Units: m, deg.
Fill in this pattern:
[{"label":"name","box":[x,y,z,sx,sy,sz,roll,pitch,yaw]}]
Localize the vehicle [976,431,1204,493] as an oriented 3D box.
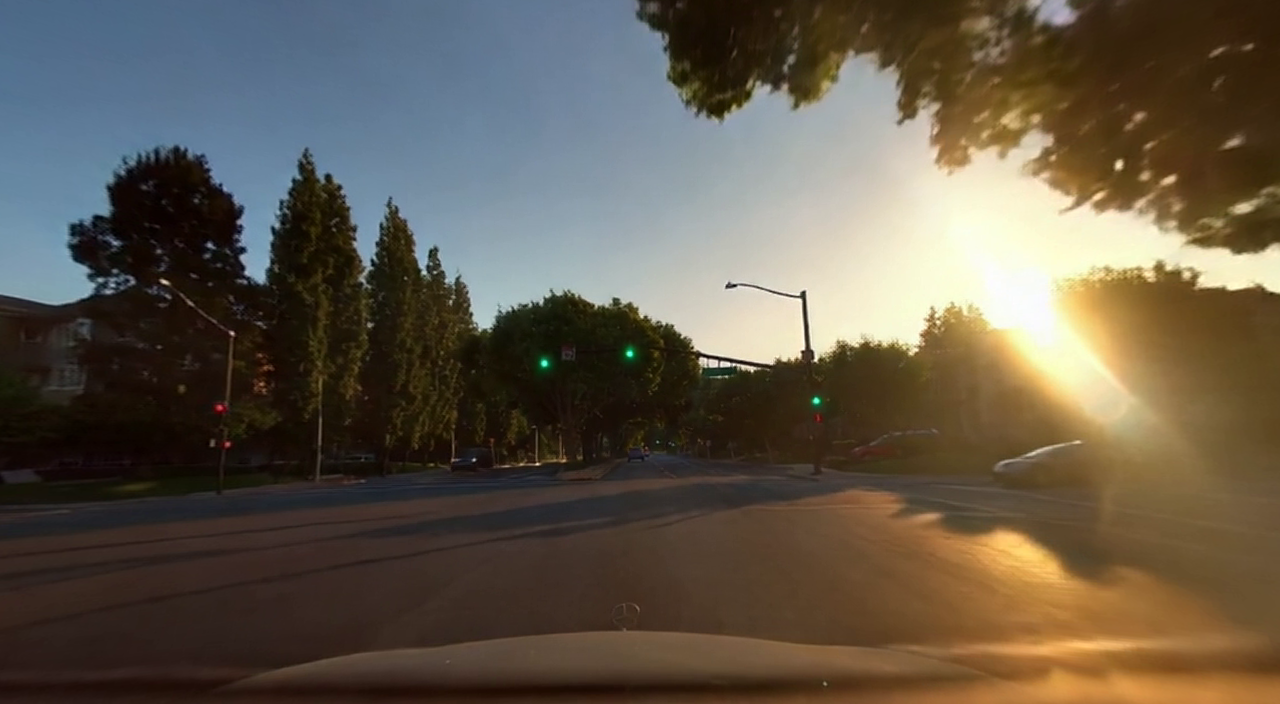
[{"label":"vehicle","box":[12.001,2.961,17.111,4.611,1.505,2.029,0,-9,-1]}]
